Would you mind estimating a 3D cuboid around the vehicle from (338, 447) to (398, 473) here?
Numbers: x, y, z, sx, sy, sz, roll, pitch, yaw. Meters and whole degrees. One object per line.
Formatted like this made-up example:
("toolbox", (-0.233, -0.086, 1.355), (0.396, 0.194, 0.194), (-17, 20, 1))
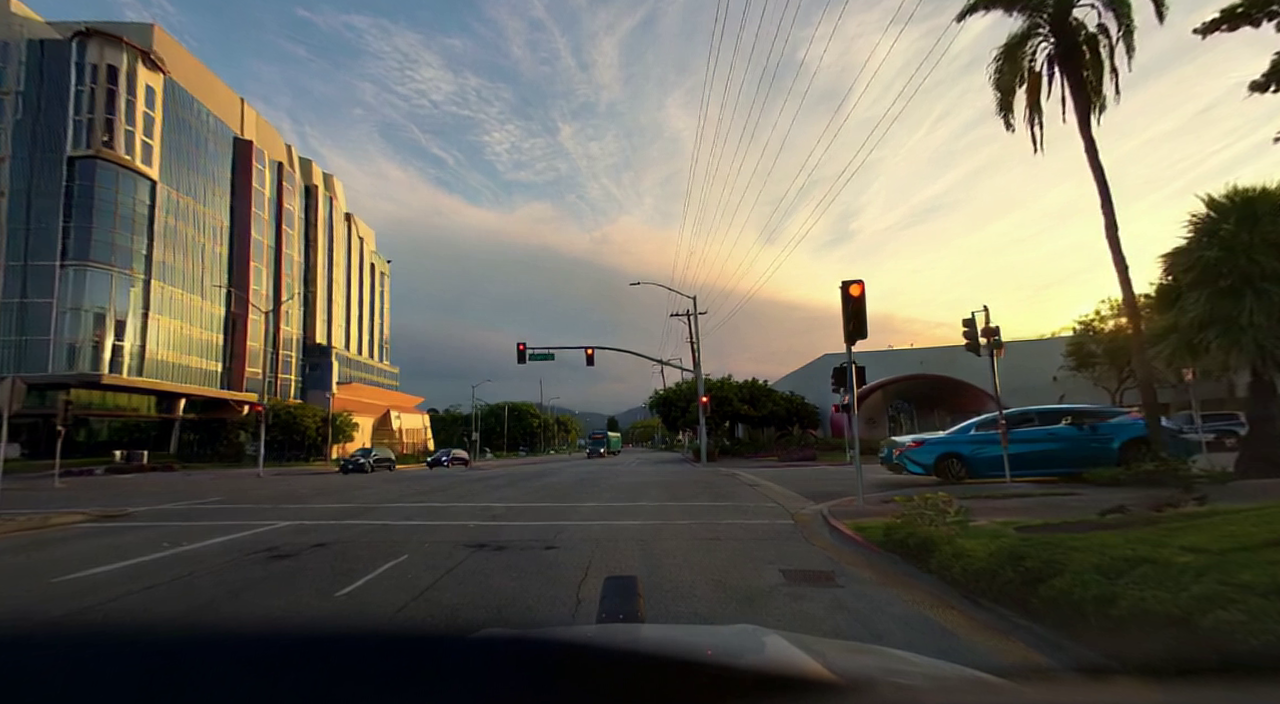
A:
("vehicle", (-19.020, 7.574, 44.328), (2.017, 1.739, 4.569), (0, -9, 2))
